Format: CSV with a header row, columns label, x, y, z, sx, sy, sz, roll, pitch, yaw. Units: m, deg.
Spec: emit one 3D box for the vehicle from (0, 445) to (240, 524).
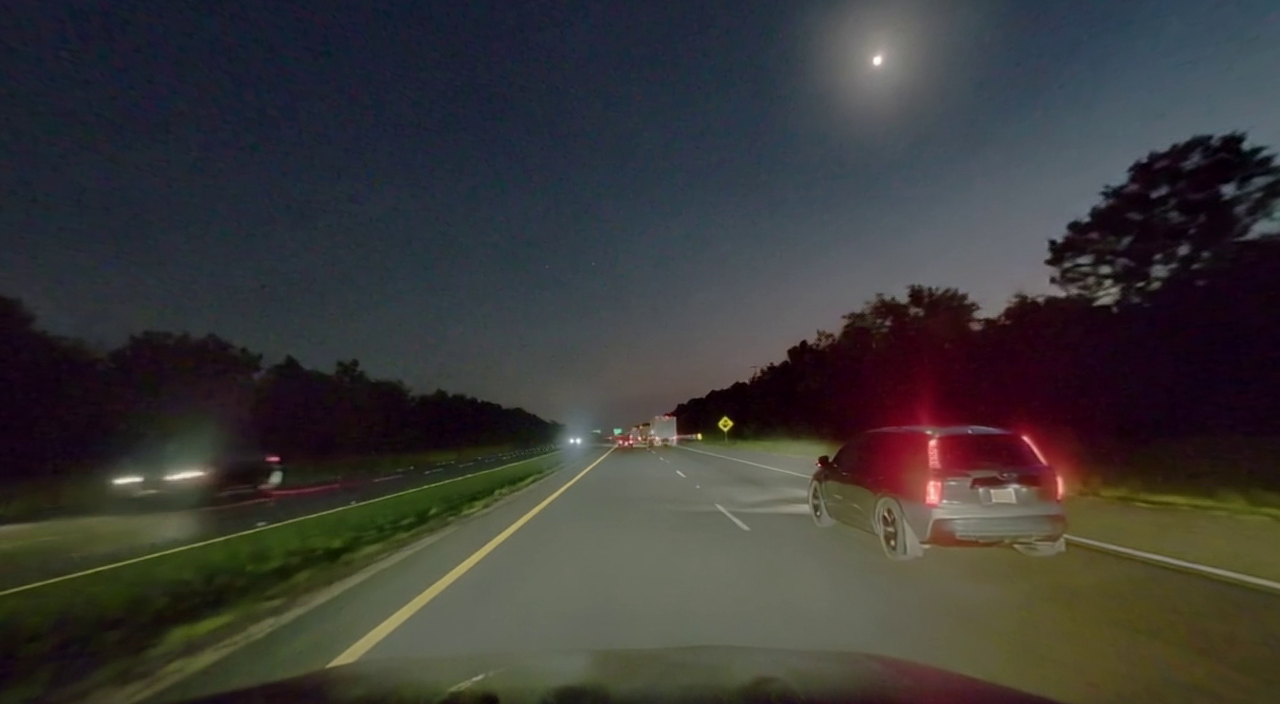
label,x,y,z,sx,sy,sz,roll,pitch,yaw
vehicle,-12.275,3.095,15.370,1.985,1.544,4.619,0,-8,-1
